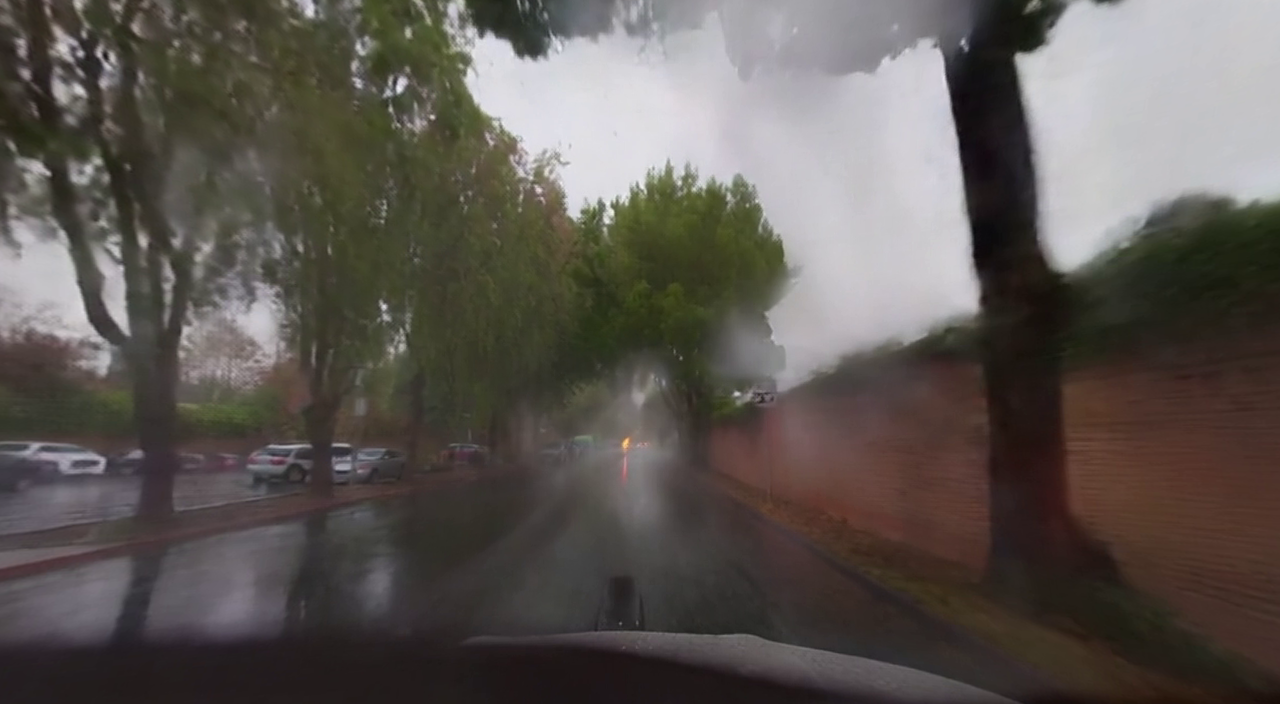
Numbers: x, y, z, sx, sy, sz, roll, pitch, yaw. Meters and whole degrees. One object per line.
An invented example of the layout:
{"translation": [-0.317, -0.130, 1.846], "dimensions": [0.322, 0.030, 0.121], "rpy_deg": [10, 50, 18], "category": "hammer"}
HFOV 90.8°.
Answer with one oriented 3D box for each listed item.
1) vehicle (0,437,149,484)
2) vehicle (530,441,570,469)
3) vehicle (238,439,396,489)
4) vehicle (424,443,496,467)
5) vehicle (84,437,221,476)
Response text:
{"translation": [-25.549, 4.839, 28.434], "dimensions": [5.181, 1.935, 2.056], "rpy_deg": [0, -8, 4], "category": "vehicle"}
{"translation": [-6.592, 7.584, 46.893], "dimensions": [2.109, 1.847, 5.553], "rpy_deg": [0, -7, 0], "category": "vehicle"}
{"translation": [-13.518, 4.689, 26.746], "dimensions": [5.428, 1.908, 2.196], "rpy_deg": [1, -8, 0], "category": "vehicle"}
{"translation": [-14.092, 8.099, 49.672], "dimensions": [4.991, 1.692, 1.960], "rpy_deg": [2, -8, -2], "category": "vehicle"}
{"translation": [-26.133, 5.581, 34.027], "dimensions": [5.348, 1.967, 2.358], "rpy_deg": [0, -8, 0], "category": "vehicle"}
